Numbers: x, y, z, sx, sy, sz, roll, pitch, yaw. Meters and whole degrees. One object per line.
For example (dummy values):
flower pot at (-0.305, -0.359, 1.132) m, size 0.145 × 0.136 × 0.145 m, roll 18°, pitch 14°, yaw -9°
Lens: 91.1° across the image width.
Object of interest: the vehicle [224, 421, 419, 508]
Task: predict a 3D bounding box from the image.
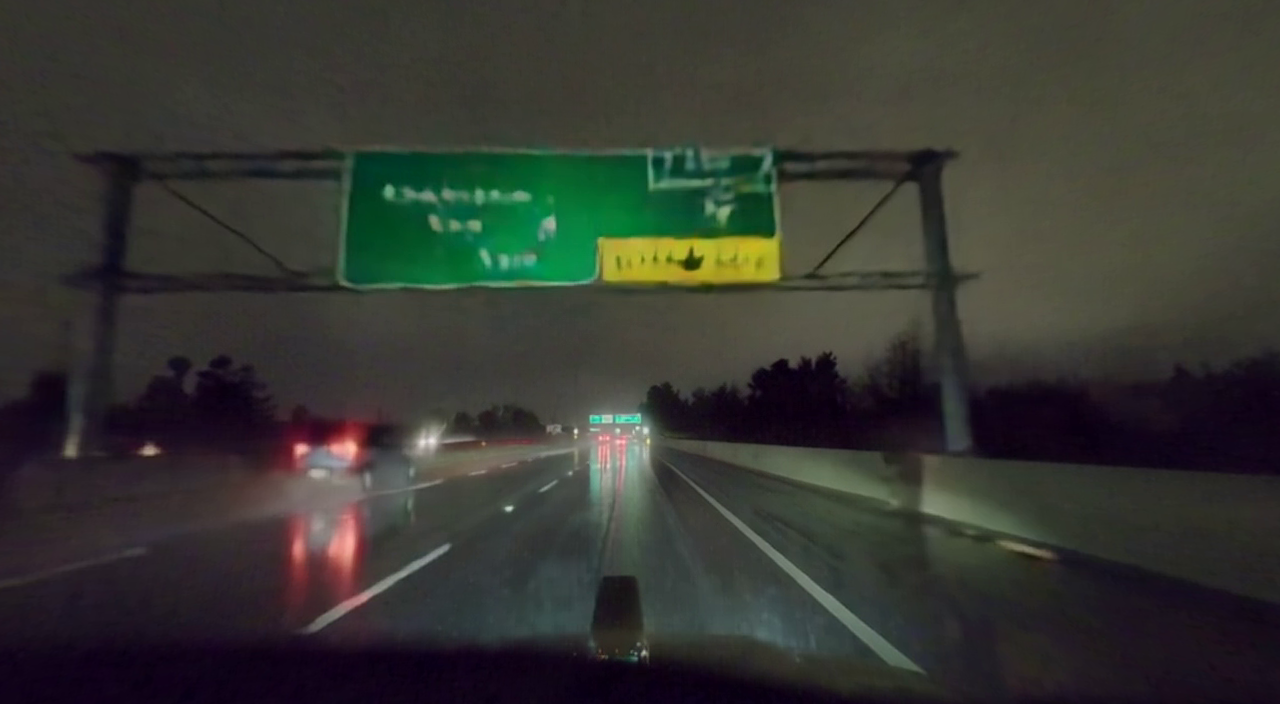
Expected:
vehicle at (-7.028, 2.511, 14.586) m, size 2.111 × 1.662 × 4.630 m, roll 0°, pitch -8°, yaw 0°
